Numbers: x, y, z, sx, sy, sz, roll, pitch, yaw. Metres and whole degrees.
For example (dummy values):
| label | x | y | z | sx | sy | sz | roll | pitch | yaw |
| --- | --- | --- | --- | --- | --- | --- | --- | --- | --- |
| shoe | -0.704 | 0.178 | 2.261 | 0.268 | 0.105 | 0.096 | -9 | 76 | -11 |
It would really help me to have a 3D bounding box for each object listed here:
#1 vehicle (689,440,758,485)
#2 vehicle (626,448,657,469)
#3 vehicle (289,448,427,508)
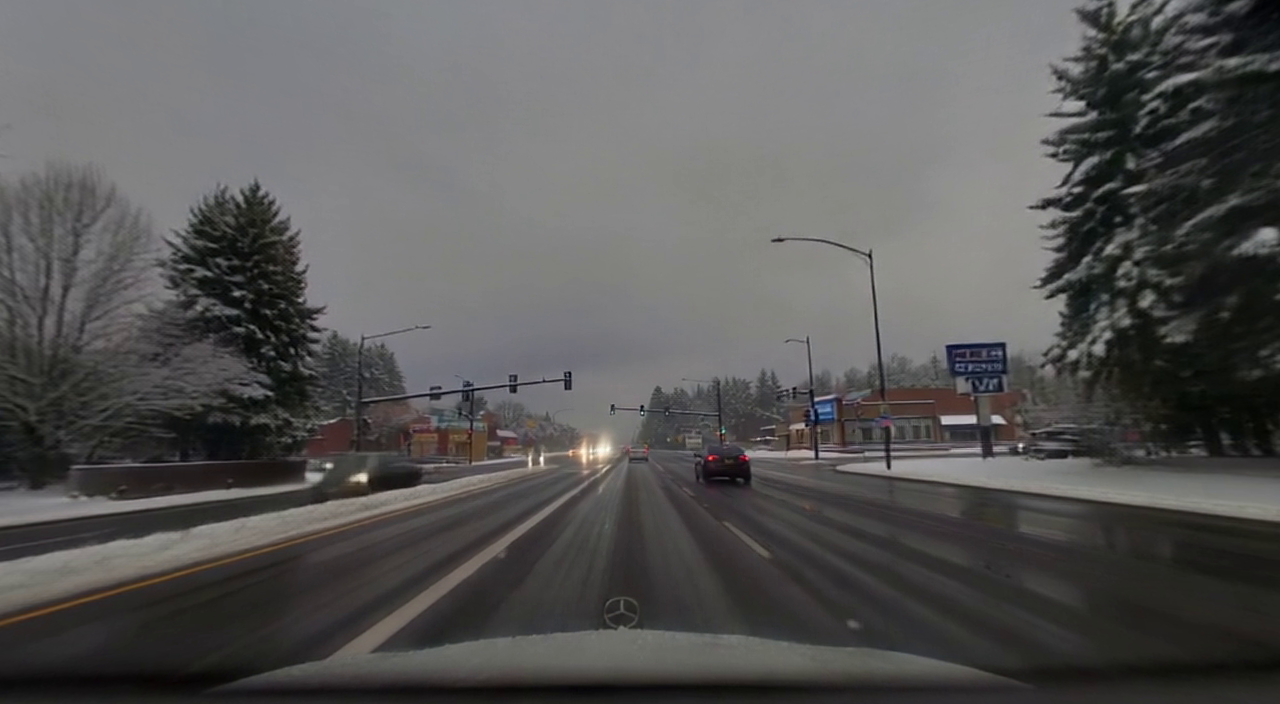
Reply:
| label | x | y | z | sx | sy | sz | roll | pitch | yaw |
| --- | --- | --- | --- | --- | --- | --- | --- | --- | --- |
| vehicle | 3.241 | 4.407 | 25.498 | 2.022 | 1.643 | 4.326 | 0 | -9 | -2 |
| vehicle | 0.071 | 7.699 | 45.890 | 2.135 | 1.468 | 4.076 | 0 | -9 | -1 |
| vehicle | -8.217 | 3.687 | 18.989 | 1.990 | 1.534 | 4.630 | 0 | -9 | 0 |
